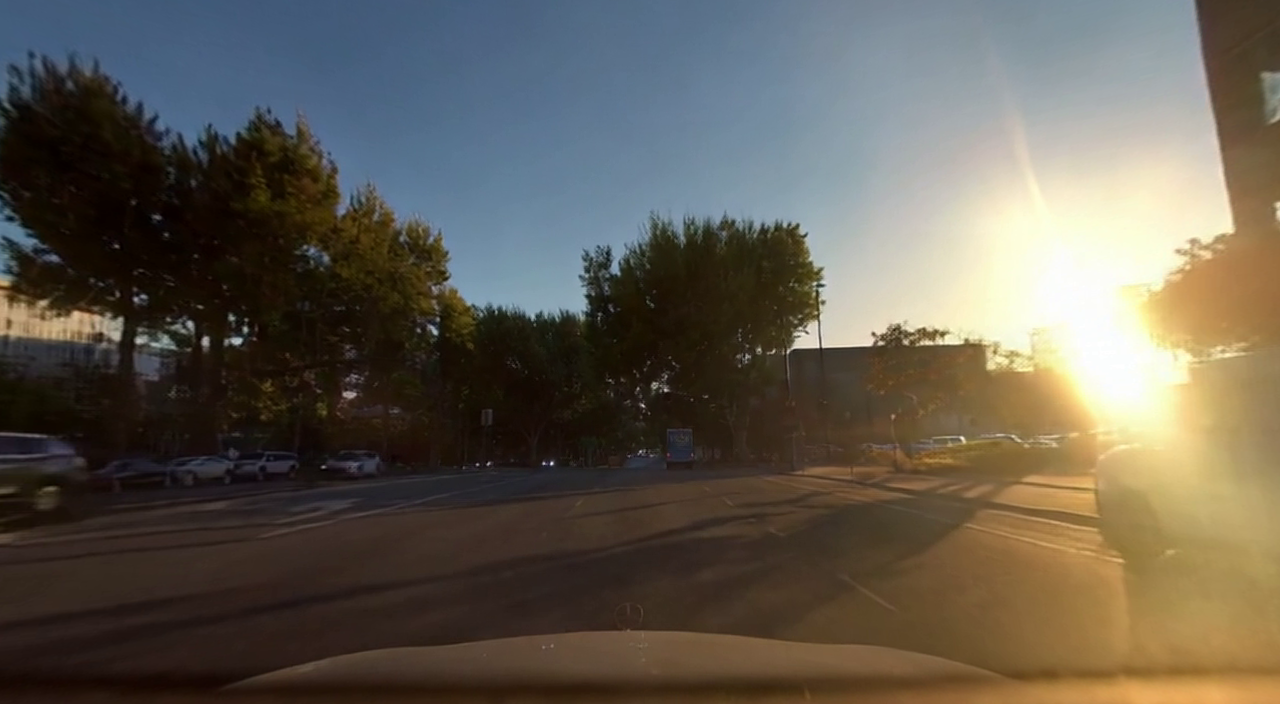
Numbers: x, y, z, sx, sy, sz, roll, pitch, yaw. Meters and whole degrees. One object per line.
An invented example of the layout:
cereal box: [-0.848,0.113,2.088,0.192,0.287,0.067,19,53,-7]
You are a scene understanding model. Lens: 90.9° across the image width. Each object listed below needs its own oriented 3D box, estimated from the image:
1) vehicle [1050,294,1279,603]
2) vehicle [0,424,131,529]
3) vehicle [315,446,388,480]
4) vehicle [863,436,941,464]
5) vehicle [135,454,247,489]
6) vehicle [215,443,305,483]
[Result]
vehicle: [6.966,0.798,5.228,2.391,2.750,6.853,0,-8,-1]
vehicle: [-12.226,2.185,11.104,2.419,1.787,4.859,0,-8,0]
vehicle: [-15.741,6.054,34.664,1.945,1.737,4.358,0,-8,0]
vehicle: [17.538,6.594,42.438,4.329,1.502,2.122,-3,-4,6]
vehicle: [-22.640,6.003,32.112,1.838,1.526,5.104,-1,-8,2]
vehicle: [-22.479,6.626,37.605,2.073,2.101,5.177,-4,-10,1]
